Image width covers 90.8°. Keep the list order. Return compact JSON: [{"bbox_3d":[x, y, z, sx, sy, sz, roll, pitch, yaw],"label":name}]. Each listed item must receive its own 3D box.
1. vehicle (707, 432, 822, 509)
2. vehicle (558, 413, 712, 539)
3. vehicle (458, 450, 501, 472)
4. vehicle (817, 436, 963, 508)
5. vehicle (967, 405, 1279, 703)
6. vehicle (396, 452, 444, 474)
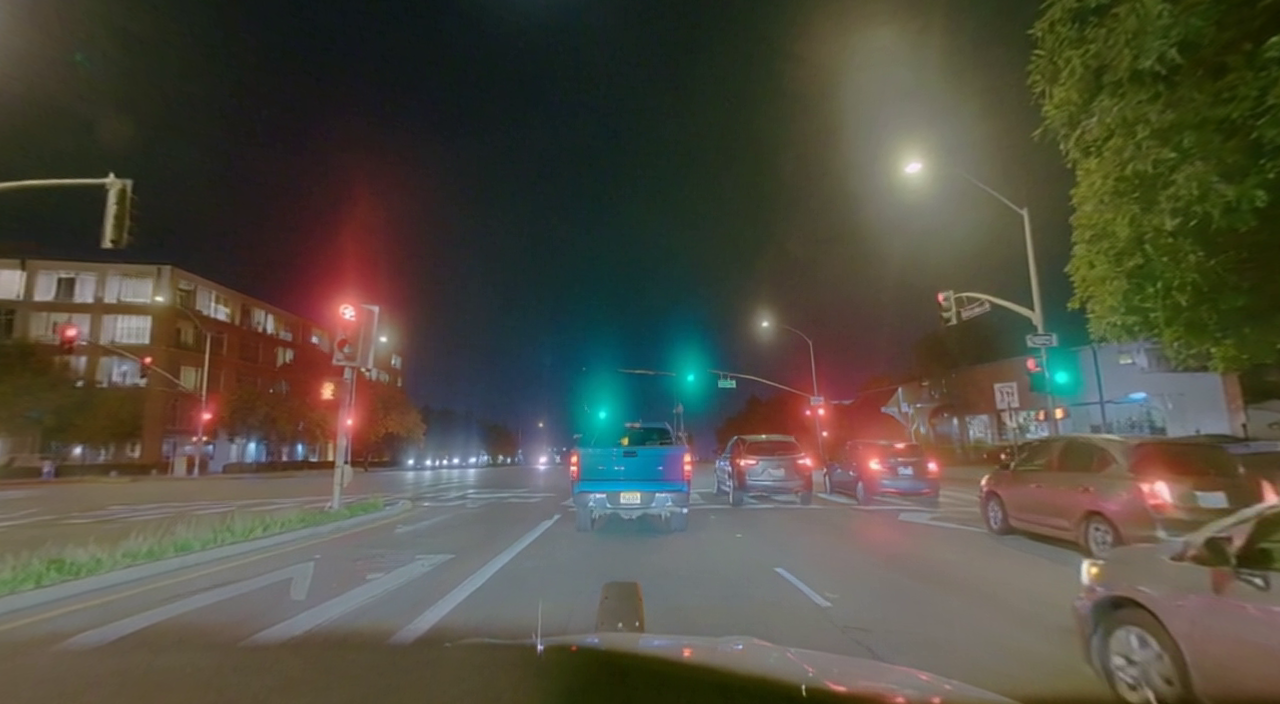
[{"bbox_3d":[3.118,3.058,16.859,2.013,1.742,4.424,0,-8,-2],"label":"vehicle"},{"bbox_3d":[-0.157,2.221,11.979,2.344,1.883,4.572,0,-8,-2],"label":"vehicle"},{"bbox_3d":[-11.785,8.041,46.658,1.989,1.459,4.667,0,-8,0],"label":"vehicle"},{"bbox_3d":[6.459,3.126,16.948,2.002,1.651,4.305,0,-8,-2],"label":"vehicle"},{"bbox_3d":[3.239,0.887,1.970,2.057,1.463,4.365,0,-8,0],"label":"vehicle"},{"bbox_3d":[-15.844,8.007,45.794,1.915,1.491,4.347,0,-8,0],"label":"vehicle"}]
